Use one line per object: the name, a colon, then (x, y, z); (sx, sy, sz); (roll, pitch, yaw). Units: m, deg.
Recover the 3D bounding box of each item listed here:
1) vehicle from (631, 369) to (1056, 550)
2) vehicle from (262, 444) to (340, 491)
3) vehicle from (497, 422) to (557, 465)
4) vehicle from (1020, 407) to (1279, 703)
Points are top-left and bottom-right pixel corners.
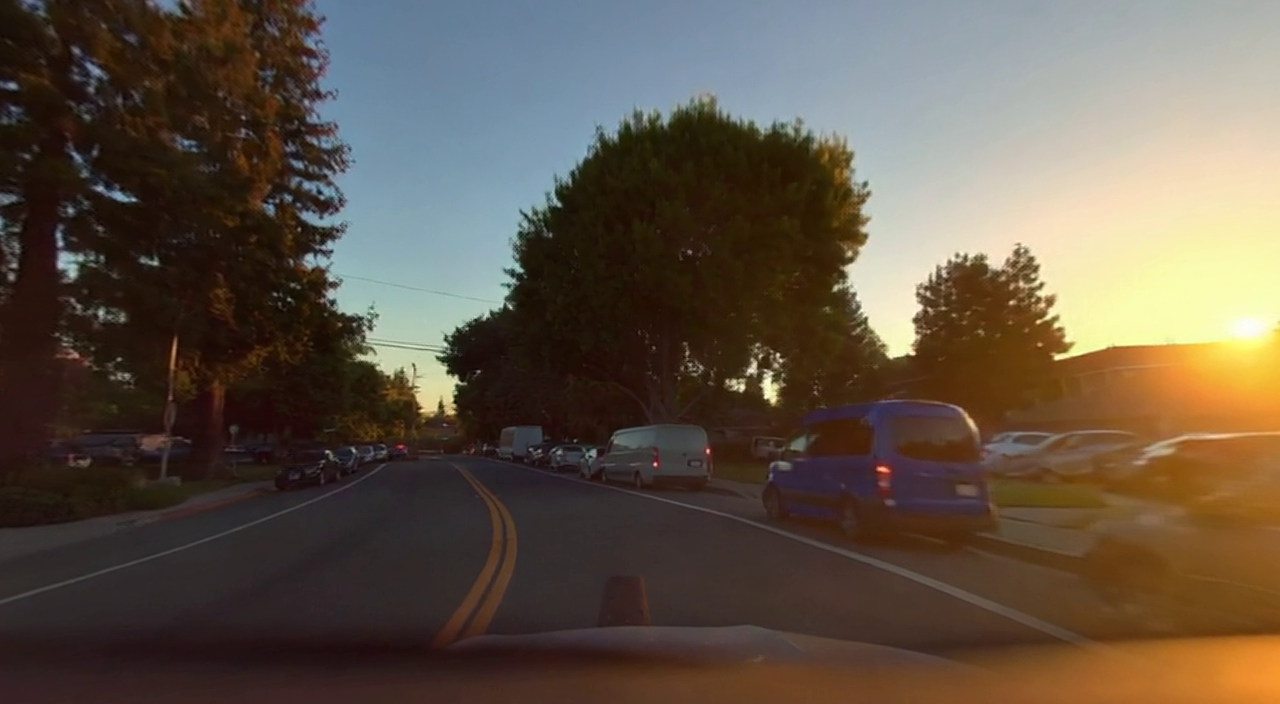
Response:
vehicle: (2.607, 2.081, 12.964); (3.041, 2.164, 10.370); (1, -9, -15)
vehicle: (-12.488, 4.234, 23.506); (1.950, 1.489, 4.214); (2, -8, -20)
vehicle: (-8.521, 6.790, 46.962); (3.089, 2.882, 6.770); (3, -9, -21)
vehicle: (4.218, 0.977, 2.856); (1.957, 1.479, 4.554); (0, -8, -3)
